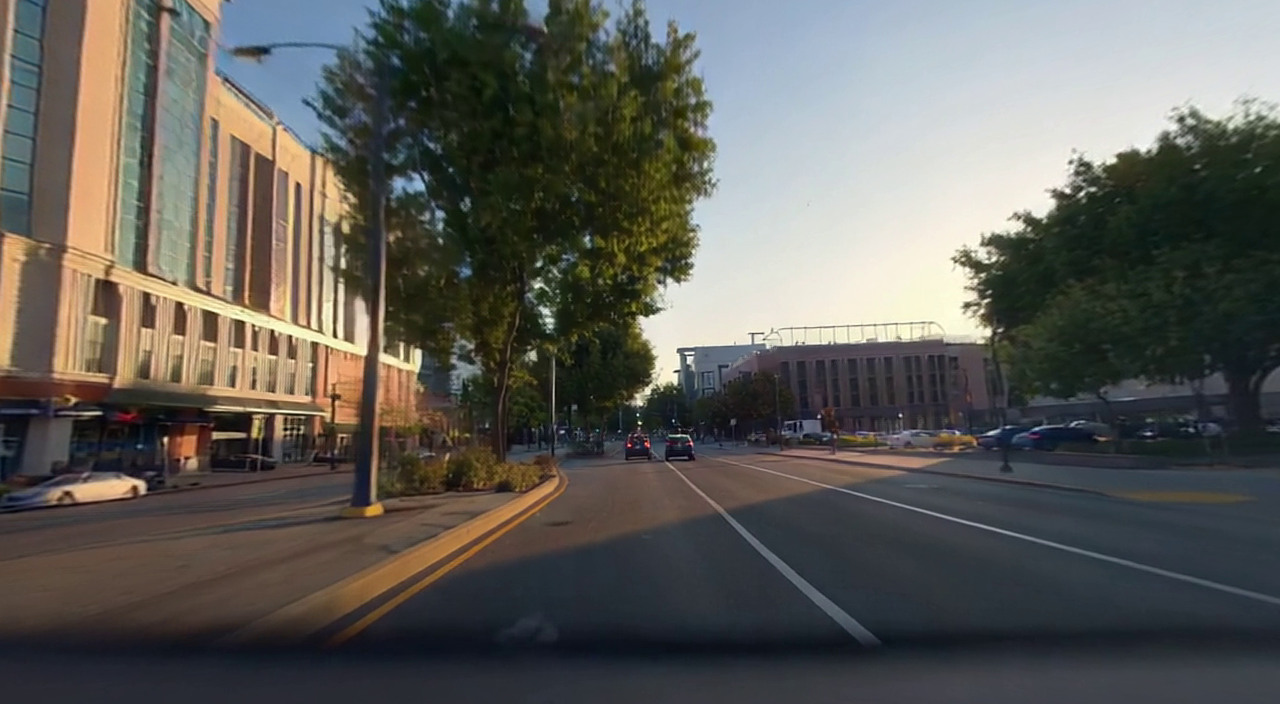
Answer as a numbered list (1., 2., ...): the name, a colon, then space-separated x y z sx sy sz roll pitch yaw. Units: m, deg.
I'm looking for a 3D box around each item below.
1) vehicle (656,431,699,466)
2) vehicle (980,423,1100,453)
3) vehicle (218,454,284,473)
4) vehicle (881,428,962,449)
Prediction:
1. vehicle: 1.978 5.078 33.343 2.100 1.683 4.231 -1 -8 3
2. vehicle: 19.989 4.321 31.730 4.619 1.447 2.054 0 -9 0
3. vehicle: -30.250 8.684 49.203 4.040 1.389 1.664 0 -8 0
4. vehicle: 20.293 6.274 45.633 4.813 1.483 2.129 0 -8 0
